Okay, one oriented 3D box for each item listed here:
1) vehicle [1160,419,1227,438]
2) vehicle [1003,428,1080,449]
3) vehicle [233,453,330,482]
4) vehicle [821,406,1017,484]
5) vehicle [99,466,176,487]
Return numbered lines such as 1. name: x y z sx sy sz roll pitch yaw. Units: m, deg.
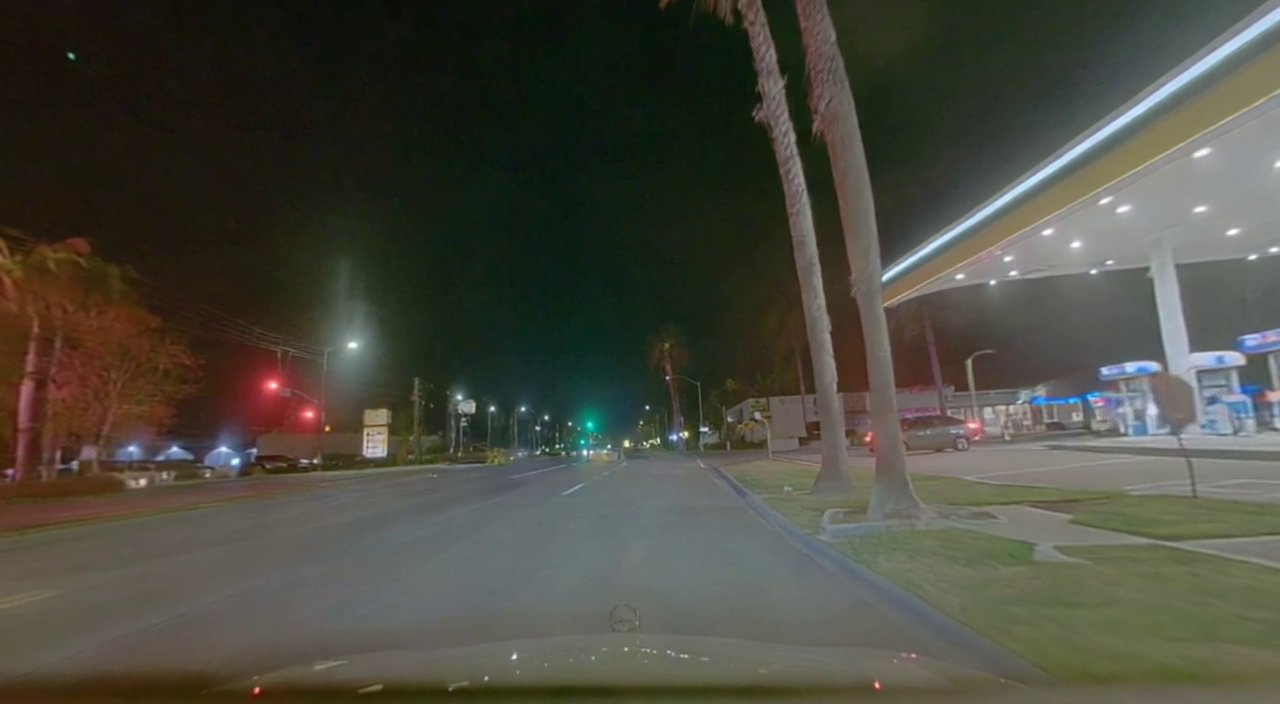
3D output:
1. vehicle: 43.766 6.098 49.809 3.739 1.451 1.647 0 -8 0
2. vehicle: 29.943 6.454 47.031 4.363 1.503 1.989 0 -8 3
3. vehicle: -25.937 8.378 45.637 5.803 1.632 2.173 -4 -7 3
4. vehicle: 8.031 2.736 18.517 4.640 1.800 2.026 -5 -9 1
5. vehicle: -38.427 9.514 48.213 4.290 1.475 1.742 0 -8 -3
